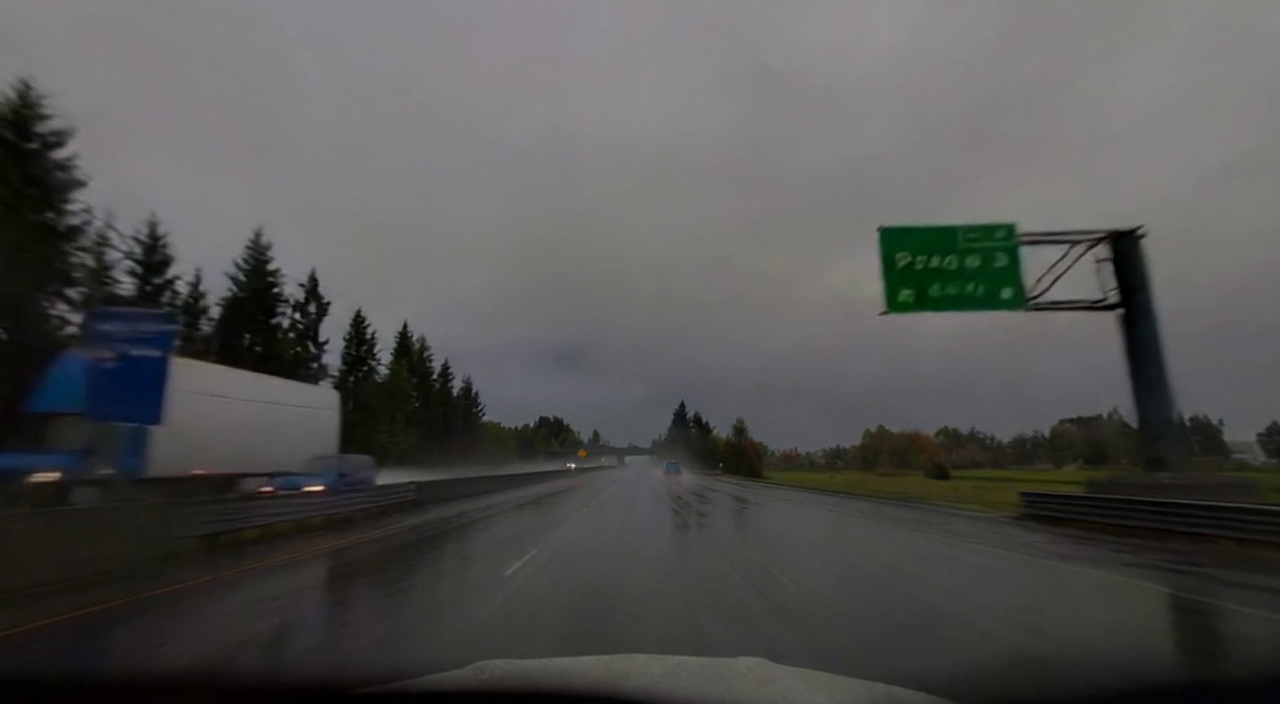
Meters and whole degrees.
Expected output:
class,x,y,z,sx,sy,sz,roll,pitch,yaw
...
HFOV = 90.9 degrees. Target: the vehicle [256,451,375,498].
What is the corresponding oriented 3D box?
class,x,y,z,sx,sy,sz,roll,pitch,yaw
vehicle,-11.852,4.533,23.437,1.958,1.559,4.565,1,-10,0
